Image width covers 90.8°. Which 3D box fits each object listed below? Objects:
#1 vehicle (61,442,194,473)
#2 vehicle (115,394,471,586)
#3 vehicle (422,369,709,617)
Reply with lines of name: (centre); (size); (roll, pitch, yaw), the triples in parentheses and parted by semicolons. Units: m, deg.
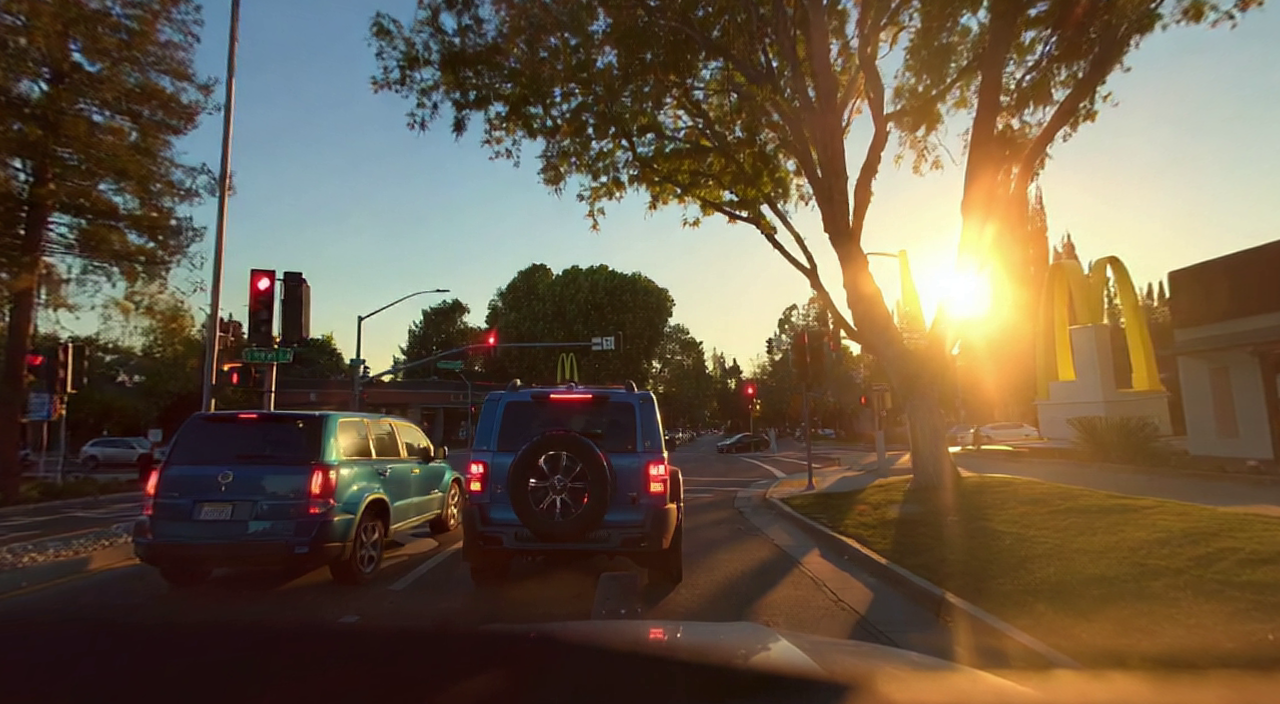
vehicle: (-25.258, 5.190, 31.360); (4.713, 1.445, 1.887); (4, -9, -24)
vehicle: (-3.915, 1.649, 8.336); (2.130, 1.819, 4.497); (0, -8, 0)
vehicle: (-0.631, 1.439, 7.341); (2.224, 1.923, 4.643); (0, -8, -1)
